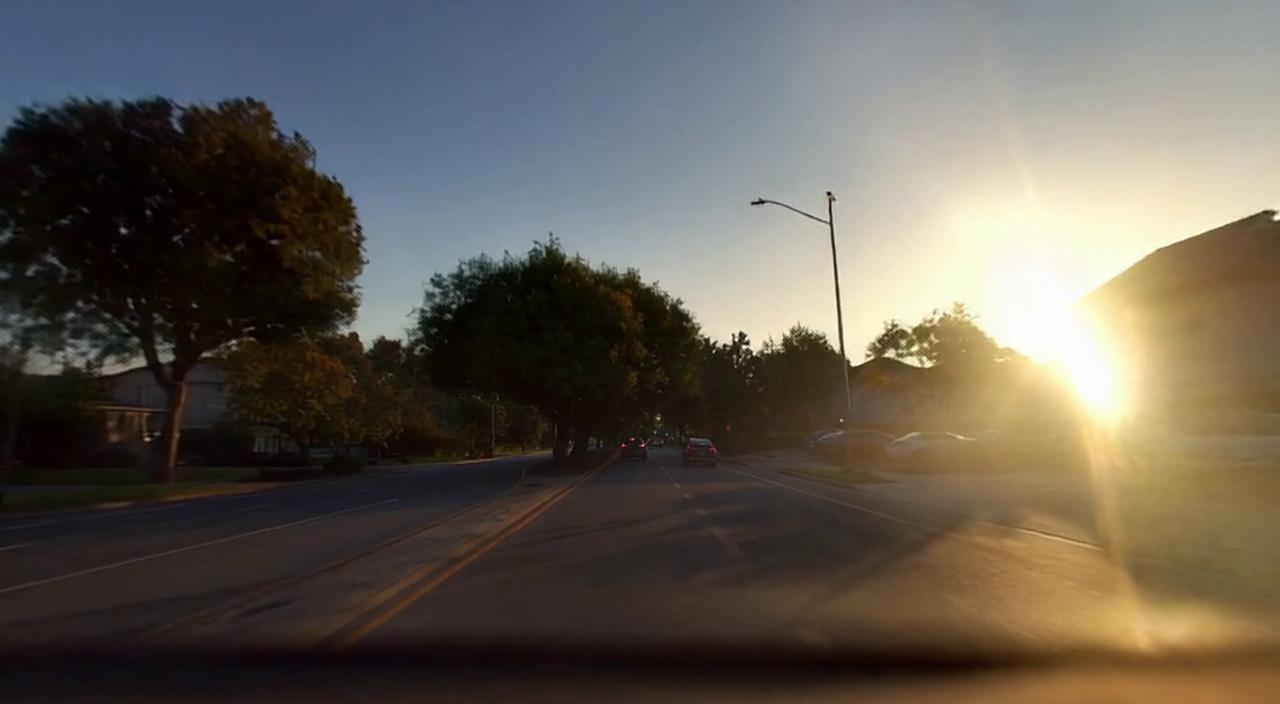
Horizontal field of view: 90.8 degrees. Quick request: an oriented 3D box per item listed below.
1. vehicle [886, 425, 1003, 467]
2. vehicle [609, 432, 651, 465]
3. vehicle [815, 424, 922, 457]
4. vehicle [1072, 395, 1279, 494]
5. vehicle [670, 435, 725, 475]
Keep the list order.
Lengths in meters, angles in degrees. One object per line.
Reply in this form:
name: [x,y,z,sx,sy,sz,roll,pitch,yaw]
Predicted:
vehicle: [11.415,3.544,23.837,1.799,1.431,3.486,8,-11,-43]
vehicle: [-0.657,6.034,39.545,2.488,1.881,4.814,0,-8,-1]
vehicle: [11.308,4.447,31.515,4.557,1.509,1.971,-8,-12,44]
vehicle: [11.157,1.796,12.232,2.047,1.682,4.074,7,-11,-40]
vehicle: [2.466,4.543,28.026,2.003,1.614,4.072,0,-8,-1]
